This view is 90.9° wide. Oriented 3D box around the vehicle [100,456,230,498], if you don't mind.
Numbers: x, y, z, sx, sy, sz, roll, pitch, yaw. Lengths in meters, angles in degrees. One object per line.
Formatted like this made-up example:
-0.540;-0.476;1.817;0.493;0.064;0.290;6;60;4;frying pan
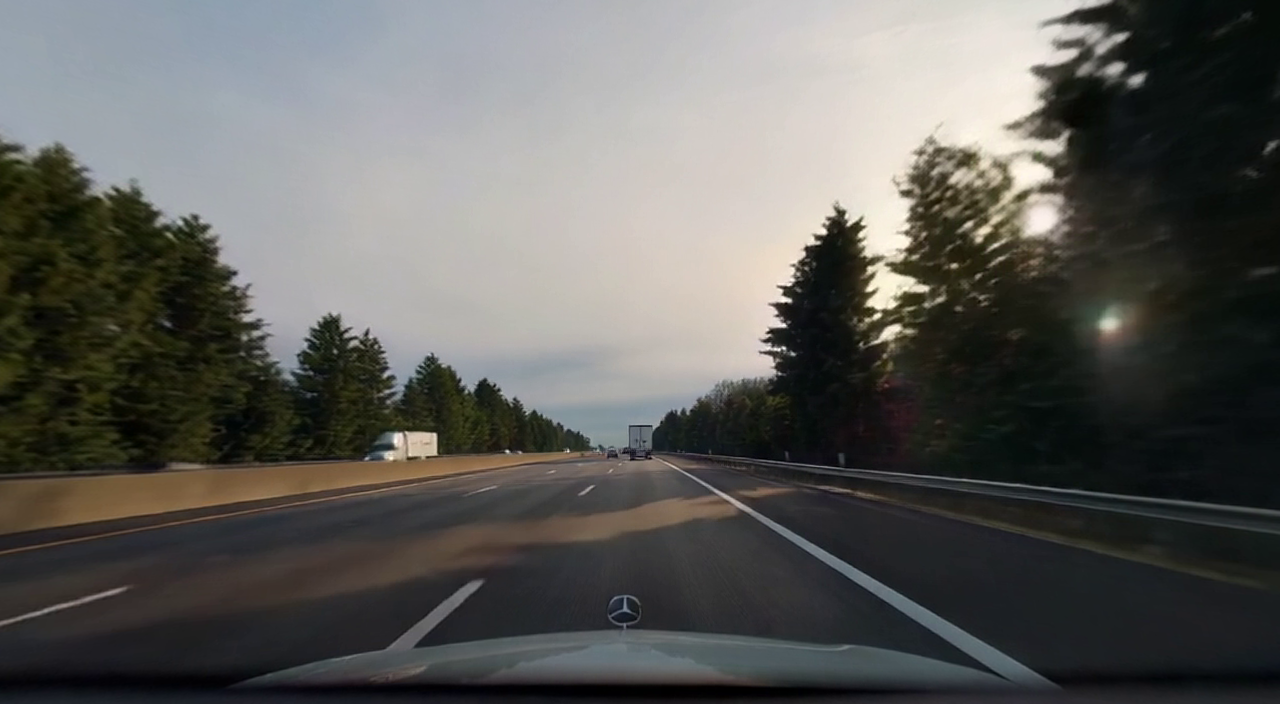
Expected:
-18.782;4.942;25.221;1.819;1.458;4.282;0;-9;1;vehicle
